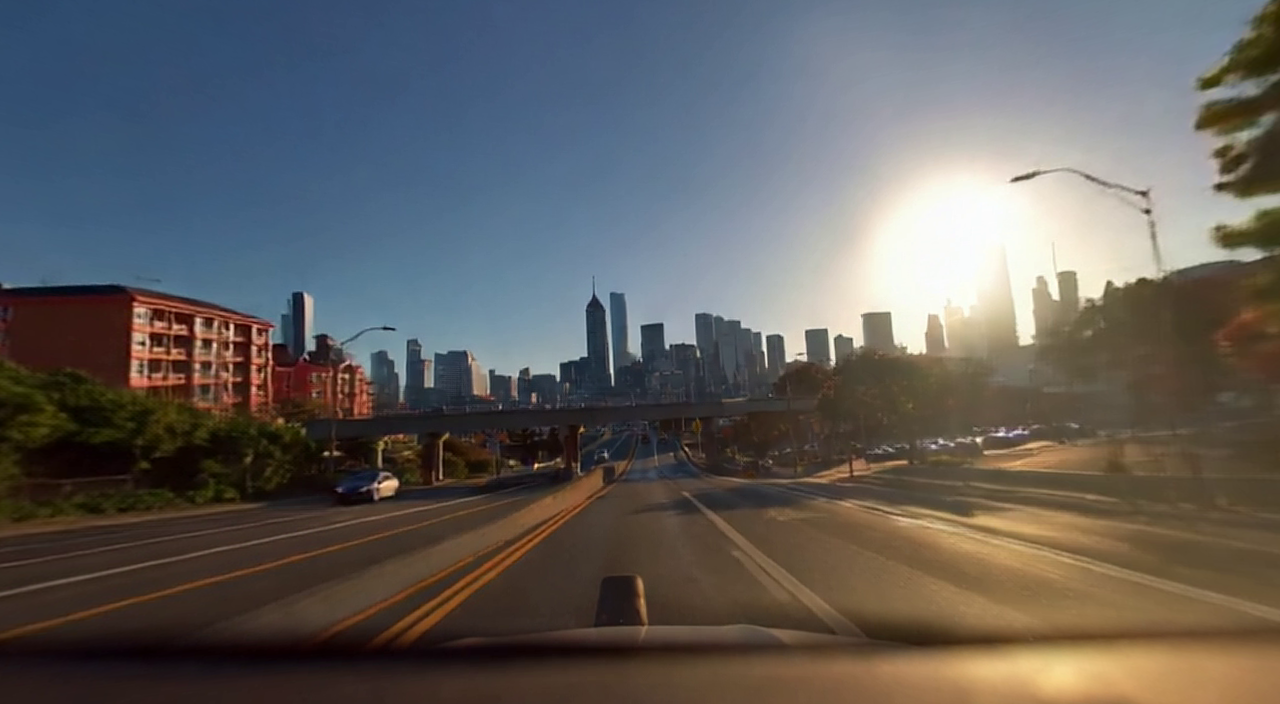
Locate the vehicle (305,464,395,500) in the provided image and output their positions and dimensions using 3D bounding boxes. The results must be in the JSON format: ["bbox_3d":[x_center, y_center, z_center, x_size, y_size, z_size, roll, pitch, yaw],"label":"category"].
[{"bbox_3d":[-13.063,5.876,28.808,1.989,1.461,4.426,0,-10,0],"label":"vehicle"}]
